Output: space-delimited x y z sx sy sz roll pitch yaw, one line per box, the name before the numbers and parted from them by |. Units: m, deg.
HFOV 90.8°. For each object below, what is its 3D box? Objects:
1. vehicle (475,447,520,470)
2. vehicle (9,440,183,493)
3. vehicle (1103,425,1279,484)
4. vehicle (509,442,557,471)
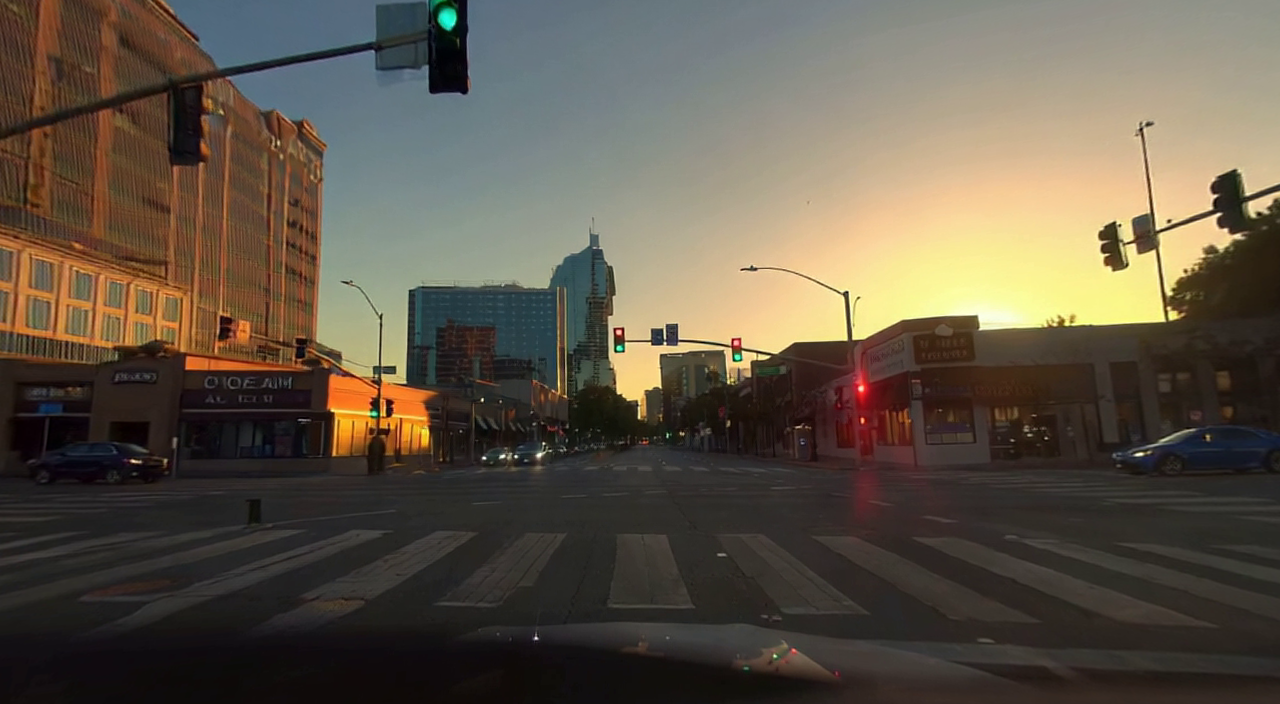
vehicle | -9.862 7.360 44.043 2.106 1.505 4.228 0 -8 0
vehicle | -21.158 4.425 24.698 5.161 1.910 2.275 -2 -9 11
vehicle | 15.410 2.698 16.703 4.651 1.463 1.880 -2 -9 8
vehicle | -6.803 6.693 40.677 2.181 1.703 4.512 -1 -8 2
